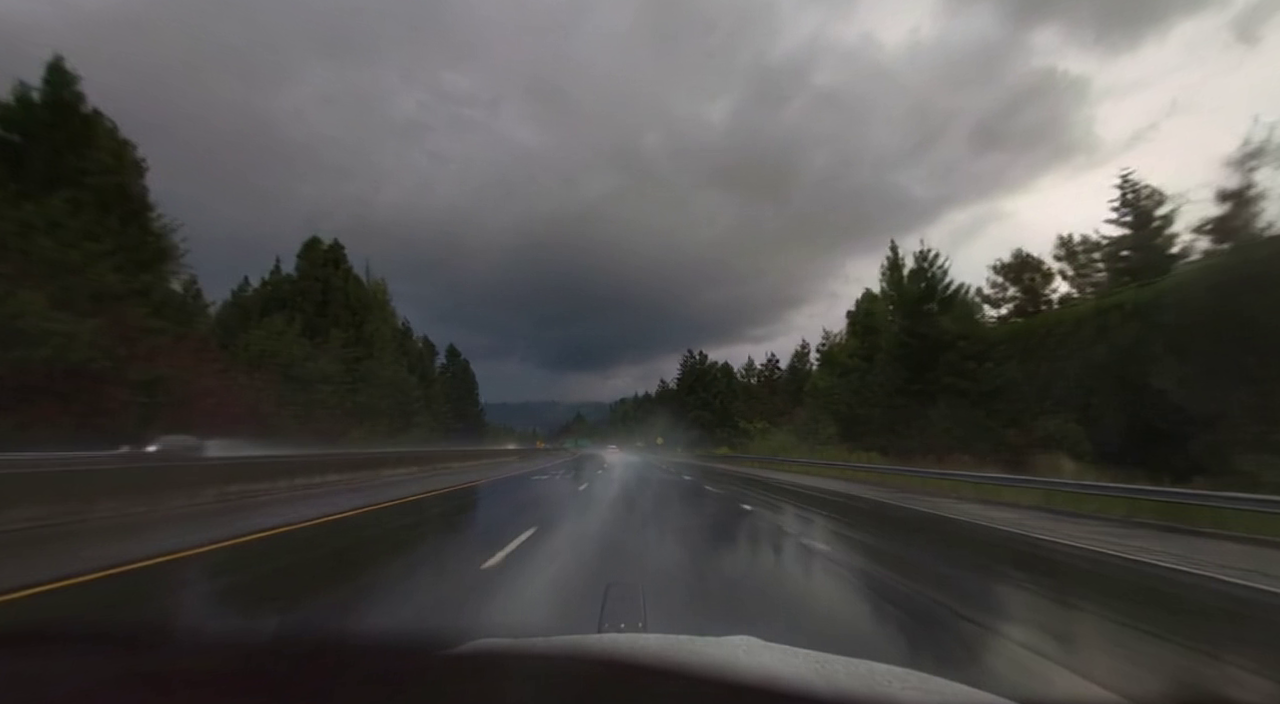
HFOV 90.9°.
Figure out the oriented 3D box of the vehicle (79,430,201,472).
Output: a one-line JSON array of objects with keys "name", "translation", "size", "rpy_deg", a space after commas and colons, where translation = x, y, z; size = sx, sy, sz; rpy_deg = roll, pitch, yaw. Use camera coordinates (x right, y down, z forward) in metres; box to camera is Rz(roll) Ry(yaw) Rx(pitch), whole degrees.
[{"name": "vehicle", "translation": [-22.517, 4.507, 28.638], "size": [2.045, 1.726, 4.284], "rpy_deg": [0, -9, -2]}]
